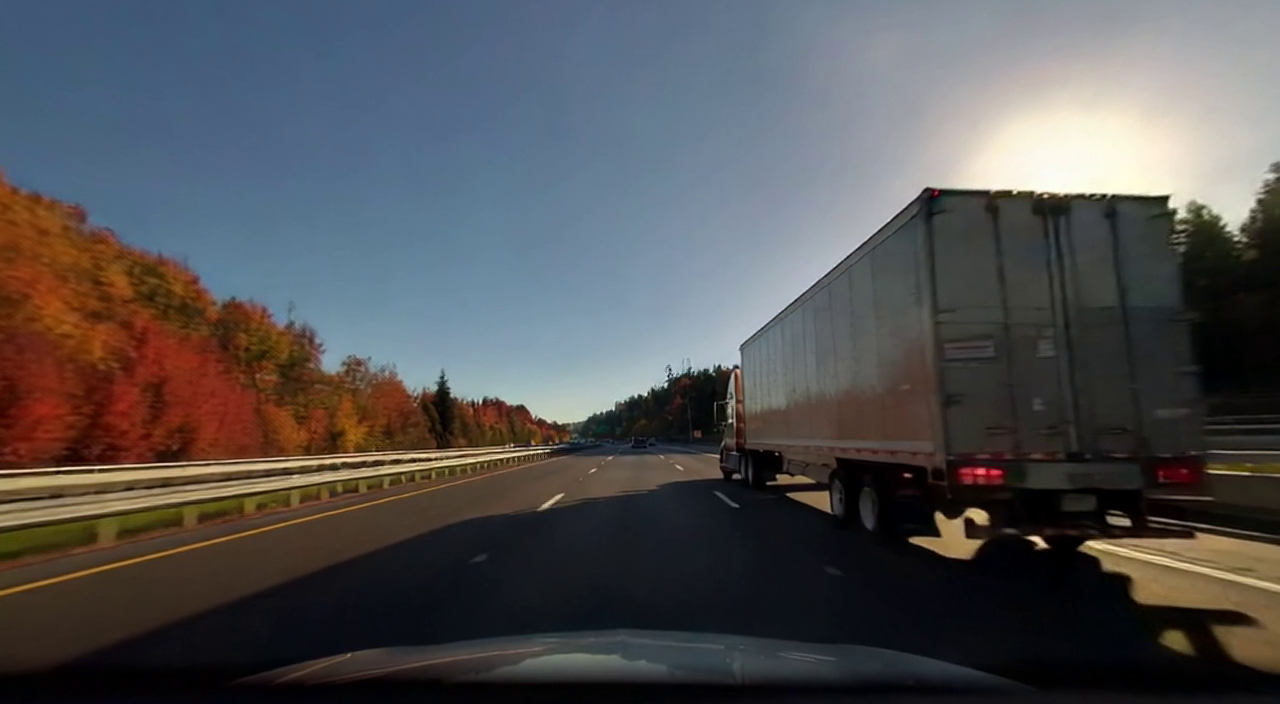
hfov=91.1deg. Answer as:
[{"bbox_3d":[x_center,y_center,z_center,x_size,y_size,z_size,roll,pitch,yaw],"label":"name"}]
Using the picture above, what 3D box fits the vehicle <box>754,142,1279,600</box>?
[{"bbox_3d":[4.357,0.674,9.676,3.348,3.847,8.908,0,-8,-1],"label":"vehicle"}]
